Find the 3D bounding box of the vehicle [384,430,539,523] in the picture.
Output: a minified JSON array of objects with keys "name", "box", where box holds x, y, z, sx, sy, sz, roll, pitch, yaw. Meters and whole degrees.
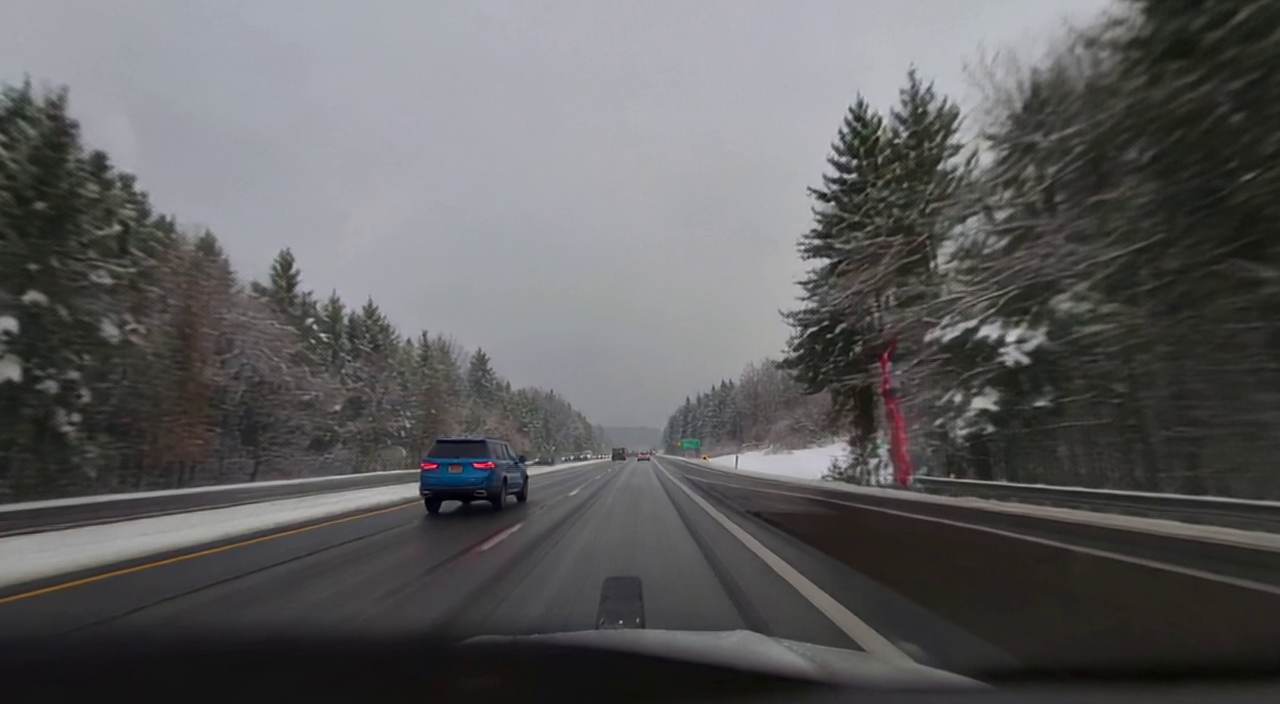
[{"name":"vehicle","box":[-3.760,2.717,14.321,2.110,1.727,4.607,0,-9,1]}]
